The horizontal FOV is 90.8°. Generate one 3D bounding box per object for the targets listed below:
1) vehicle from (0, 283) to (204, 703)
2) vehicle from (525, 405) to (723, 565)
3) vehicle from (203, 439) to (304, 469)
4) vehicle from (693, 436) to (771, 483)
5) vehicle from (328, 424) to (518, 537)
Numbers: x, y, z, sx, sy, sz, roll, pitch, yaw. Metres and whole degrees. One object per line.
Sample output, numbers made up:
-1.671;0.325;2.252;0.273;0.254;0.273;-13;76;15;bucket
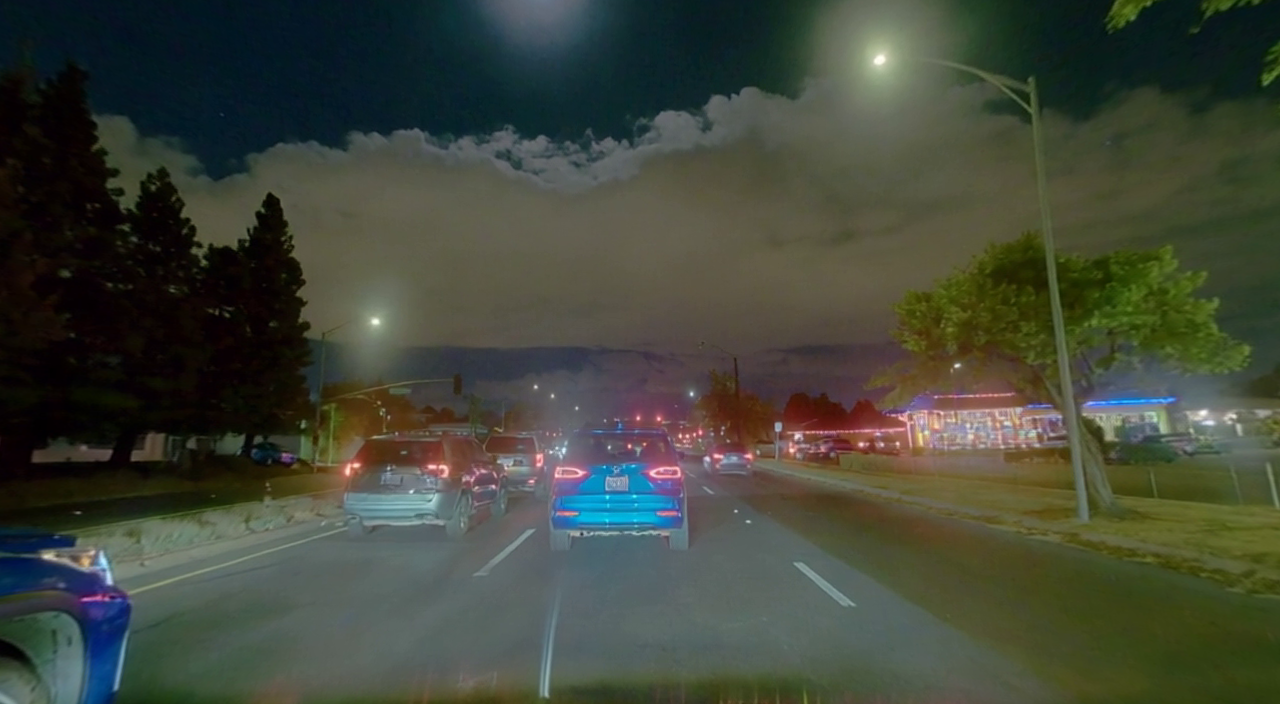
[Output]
-3.530;0.513;0.937;2.304;1.928;4.833;0;-8;0;vehicle
-0.192;1.728;8.864;2.112;1.693;4.058;0;-8;-1;vehicle
-28.492;7.526;46.840;5.856;2.096;2.481;3;-9;-18;vehicle
3.244;3.890;23.186;2.056;1.536;4.678;0;-8;-1;vehicle
-3.661;2.234;11.648;1.948;1.668;4.279;0;-8;0;vehicle
